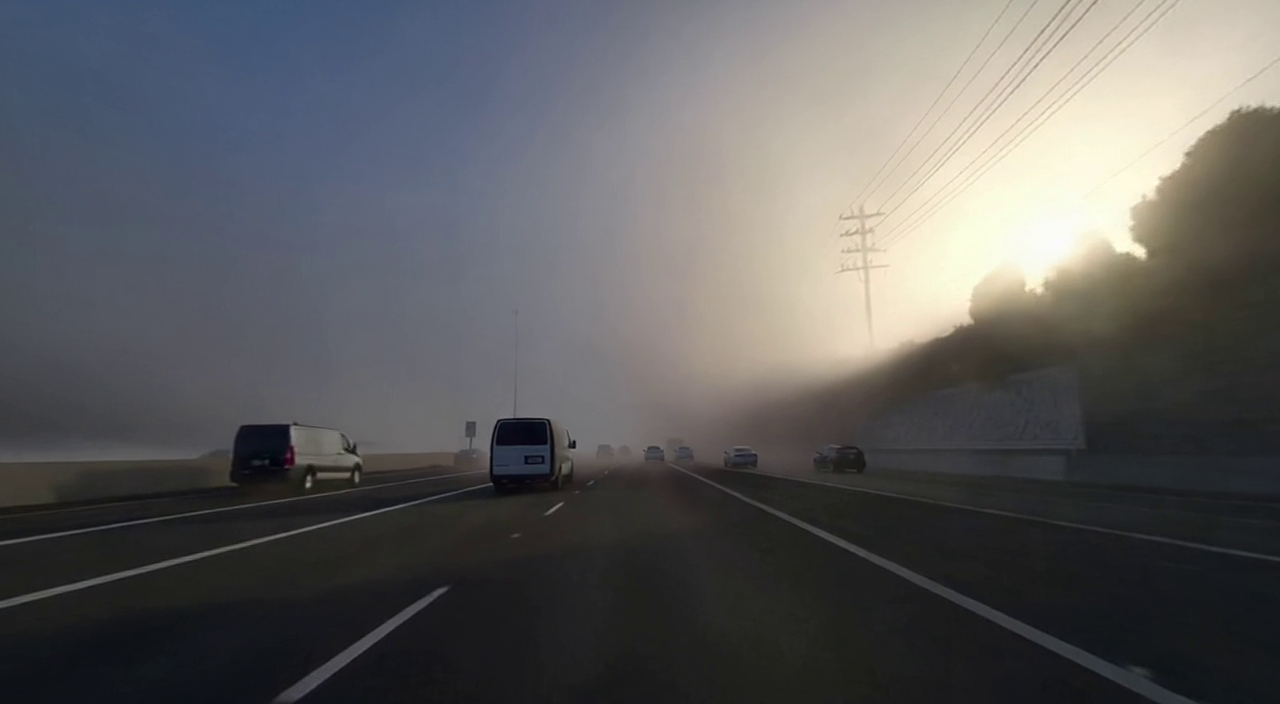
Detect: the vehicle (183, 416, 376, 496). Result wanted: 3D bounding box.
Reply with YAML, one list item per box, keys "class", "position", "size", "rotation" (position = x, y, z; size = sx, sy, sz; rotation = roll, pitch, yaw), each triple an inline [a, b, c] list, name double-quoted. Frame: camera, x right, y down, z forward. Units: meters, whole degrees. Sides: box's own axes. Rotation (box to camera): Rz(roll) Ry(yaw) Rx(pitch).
- class: "vehicle"
  position: [-11.295, 3.354, 20.606]
  size: [2.596, 2.162, 6.328]
  rotation: [0, -9, -1]

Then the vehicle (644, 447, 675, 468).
- class: "vehicle"
  position: [1.418, 7.915, 47.533]
  size: [2.084, 1.492, 4.137]
  rotation: [0, -9, -1]

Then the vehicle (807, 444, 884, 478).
- class: "vehicle"
  position: [9.719, 5.193, 30.203]
  size: [2.052, 1.470, 4.364]
  rotation: [0, -9, -3]

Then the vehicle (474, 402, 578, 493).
- class: "vehicle"
  position: [-3.660, 3.258, 21.572]
  size: [2.395, 2.660, 5.827]
  rotation: [0, -9, 0]

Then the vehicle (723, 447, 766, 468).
- class: "vehicle"
  position: [7.728, 7.828, 46.884]
  size: [2.095, 1.504, 4.536]
  rotation: [0, -9, -4]
